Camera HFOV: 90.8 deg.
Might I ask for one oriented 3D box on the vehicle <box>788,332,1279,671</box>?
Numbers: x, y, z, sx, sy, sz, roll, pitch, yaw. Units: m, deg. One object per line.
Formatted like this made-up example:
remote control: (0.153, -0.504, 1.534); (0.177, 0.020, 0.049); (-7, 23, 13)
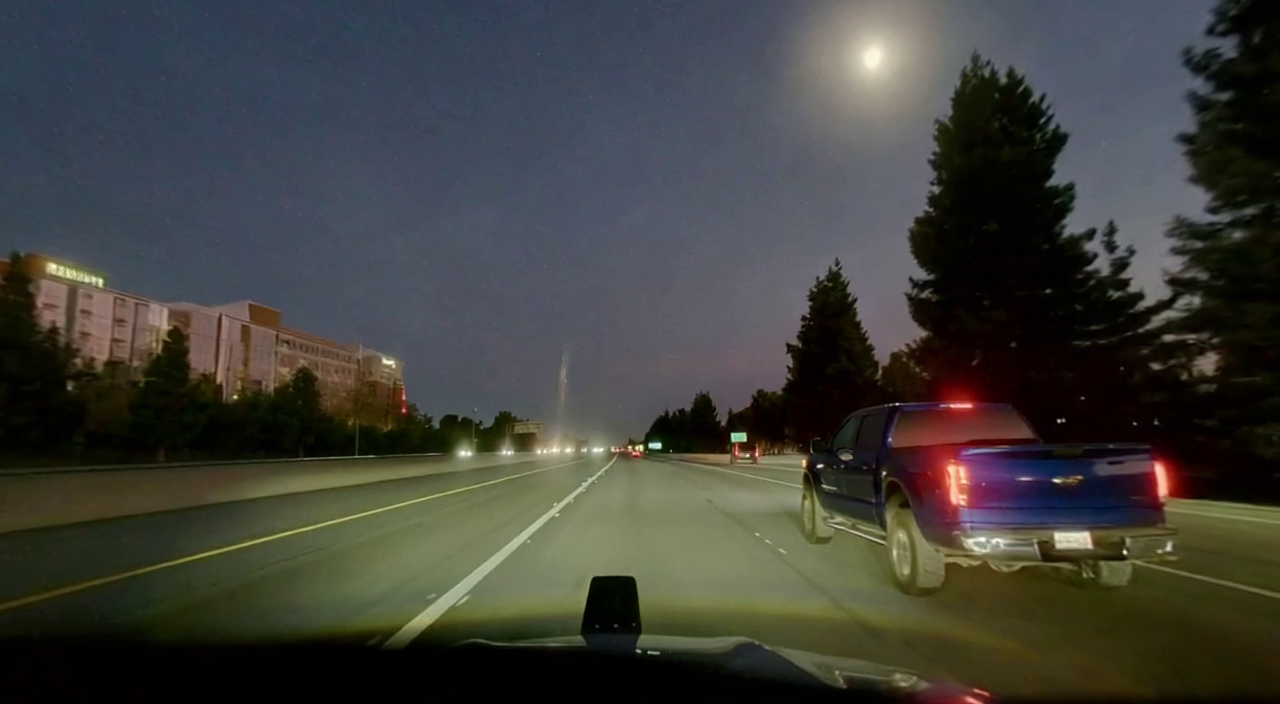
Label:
vehicle: (3.285, 1.207, 6.141); (2.462, 1.984, 4.718); (0, -8, -1)

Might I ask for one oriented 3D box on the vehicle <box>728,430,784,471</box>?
vehicle: (6.815, 5.872, 37.837); (2.158, 2.268, 5.396); (0, -9, -1)
